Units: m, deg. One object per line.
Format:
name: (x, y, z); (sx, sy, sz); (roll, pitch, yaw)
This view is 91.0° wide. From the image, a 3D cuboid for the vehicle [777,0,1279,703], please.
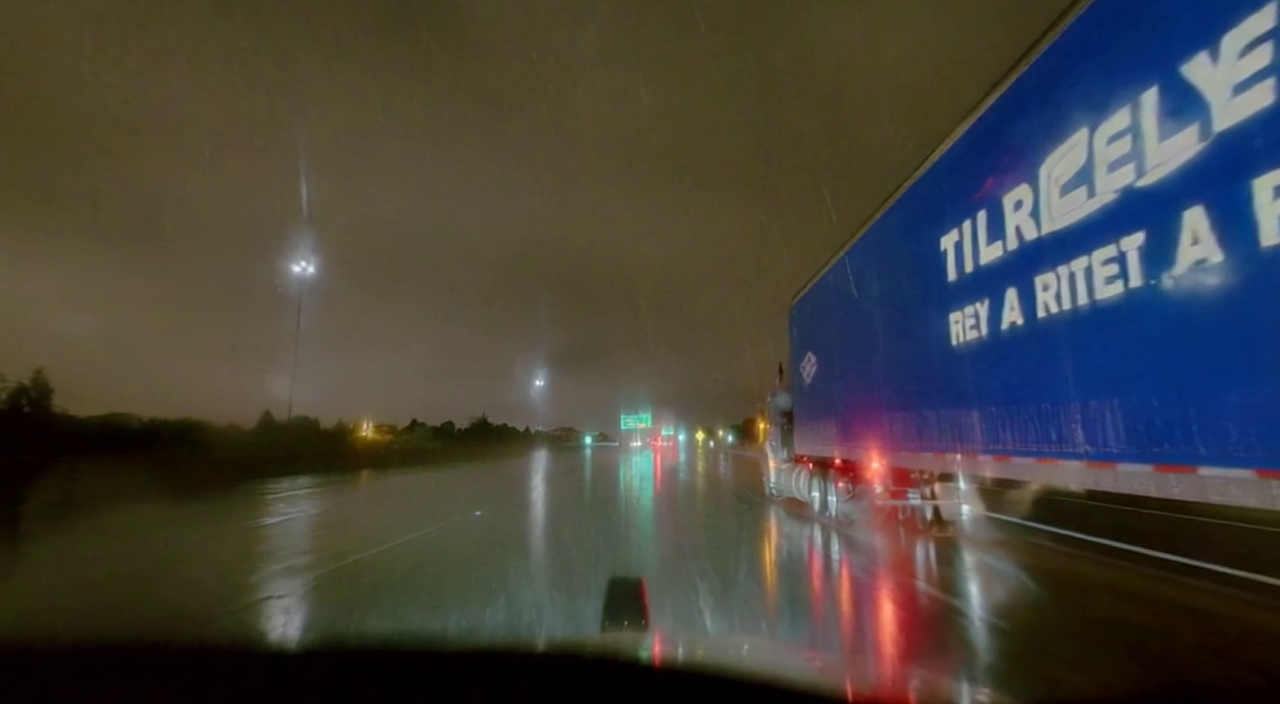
vehicle: (4.163, 0.267, 5.368); (3.006, 4.093, 14.142); (0, -8, 1)
